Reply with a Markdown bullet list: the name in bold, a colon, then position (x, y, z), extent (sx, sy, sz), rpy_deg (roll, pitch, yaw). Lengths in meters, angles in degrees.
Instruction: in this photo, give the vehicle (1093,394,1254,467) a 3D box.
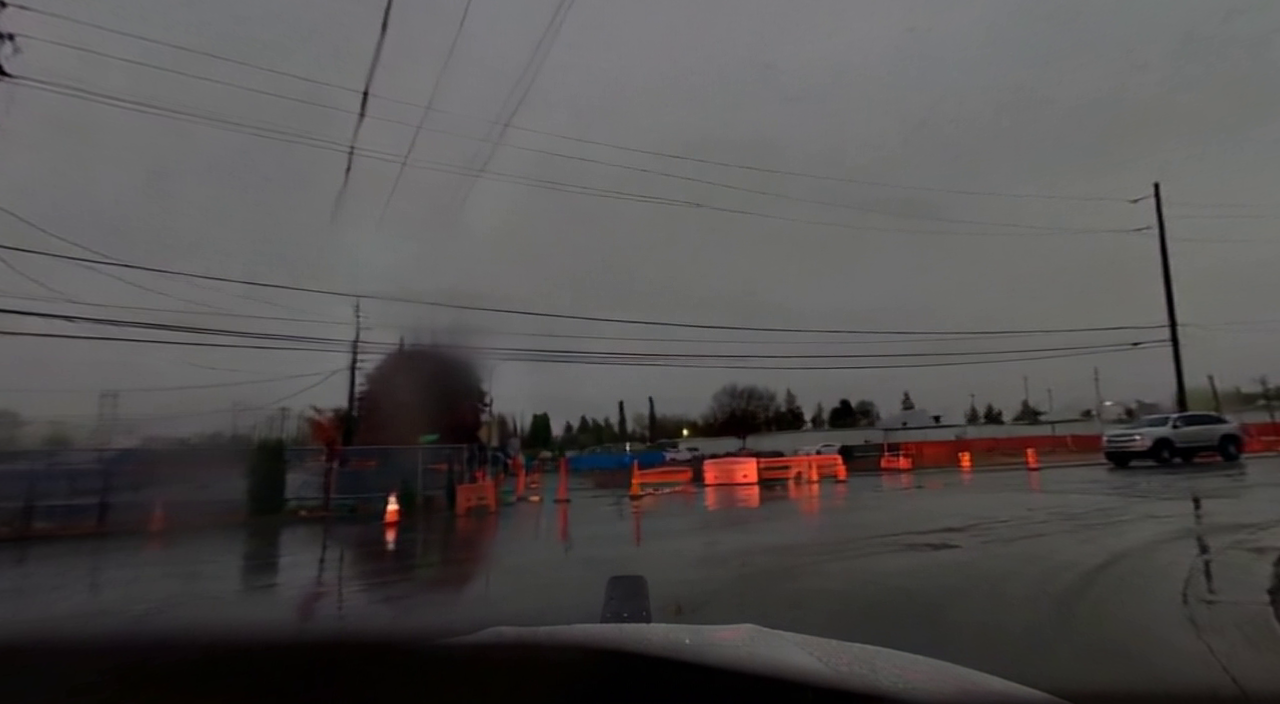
- **vehicle**: position (26.598, 4.013, 31.352), extent (8.300, 3.218, 2.790), rpy_deg (4, -12, -27)
